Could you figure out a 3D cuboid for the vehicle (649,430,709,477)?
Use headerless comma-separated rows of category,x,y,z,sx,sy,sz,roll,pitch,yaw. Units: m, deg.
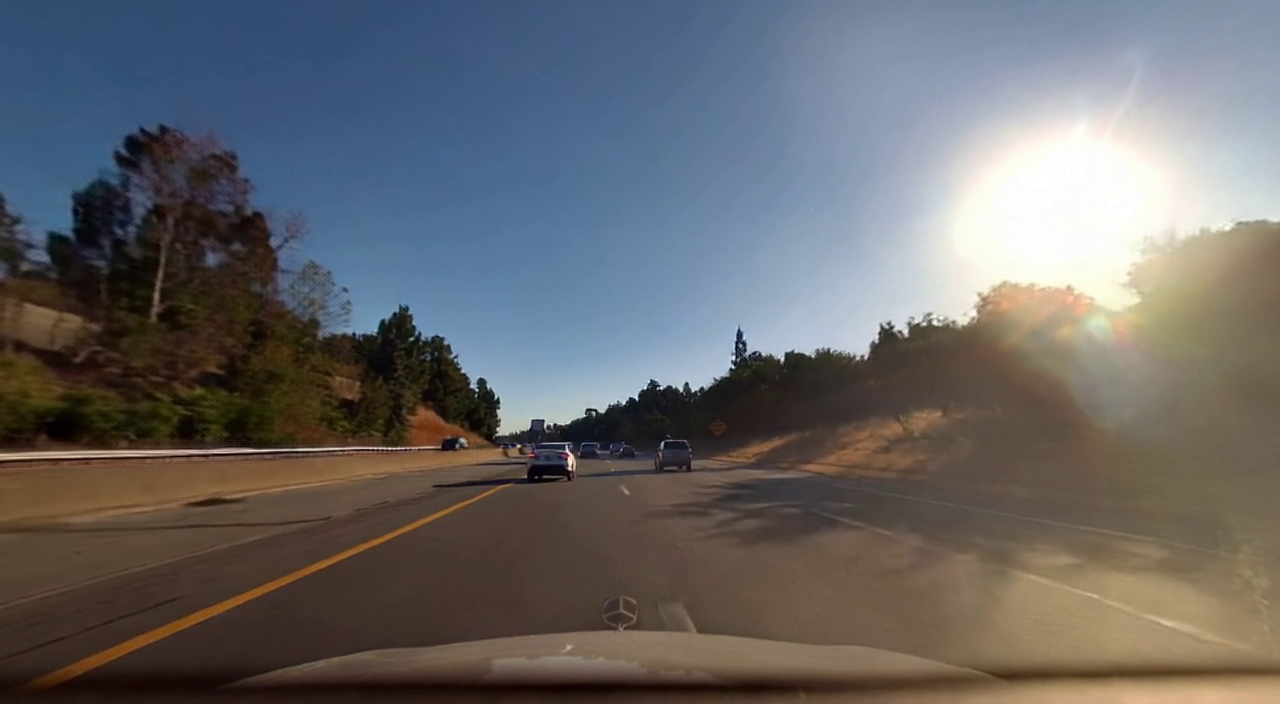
vehicle,1.671,4.599,28.588,2.179,1.930,4.538,0,-9,-3

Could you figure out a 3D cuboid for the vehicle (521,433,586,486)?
vehicle,-3.042,3.885,22.910,1.963,1.711,4.284,0,-9,-3
